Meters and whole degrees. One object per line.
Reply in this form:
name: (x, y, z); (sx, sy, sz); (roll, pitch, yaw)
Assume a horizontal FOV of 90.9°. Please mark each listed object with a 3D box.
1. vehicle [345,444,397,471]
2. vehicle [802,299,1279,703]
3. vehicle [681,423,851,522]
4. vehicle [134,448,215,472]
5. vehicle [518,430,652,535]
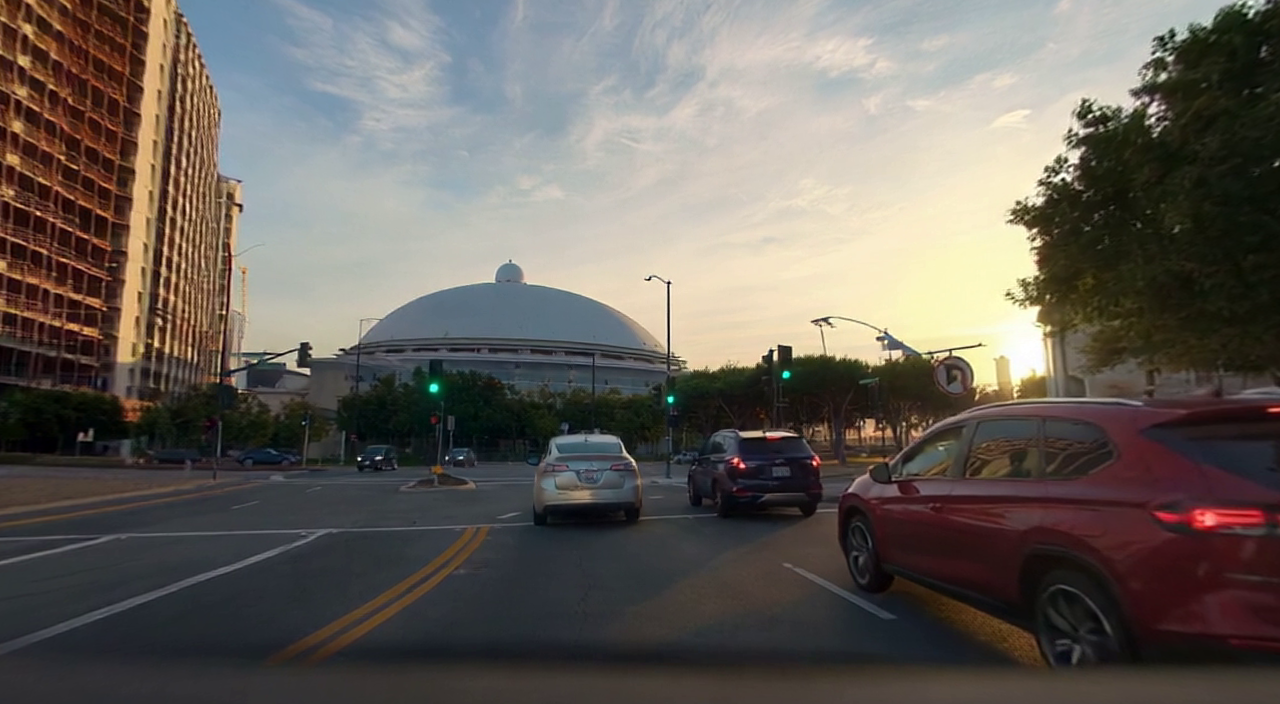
vehicle: (-18.223, 7.156, 42.947); (2.303, 1.692, 4.571); (1, -9, -11)
vehicle: (3.078, 1.068, 4.419); (2.320, 1.772, 4.872); (0, -9, -3)
vehicle: (2.393, 2.452, 13.361); (2.103, 1.710, 4.396); (1, -9, -9)
vehicle: (-32.838, 7.606, 44.460); (4.653, 1.459, 2.228); (-2, -8, 18)
vehicle: (-1.204, 2.365, 12.029); (2.132, 1.632, 3.889); (1, -9, -10)
